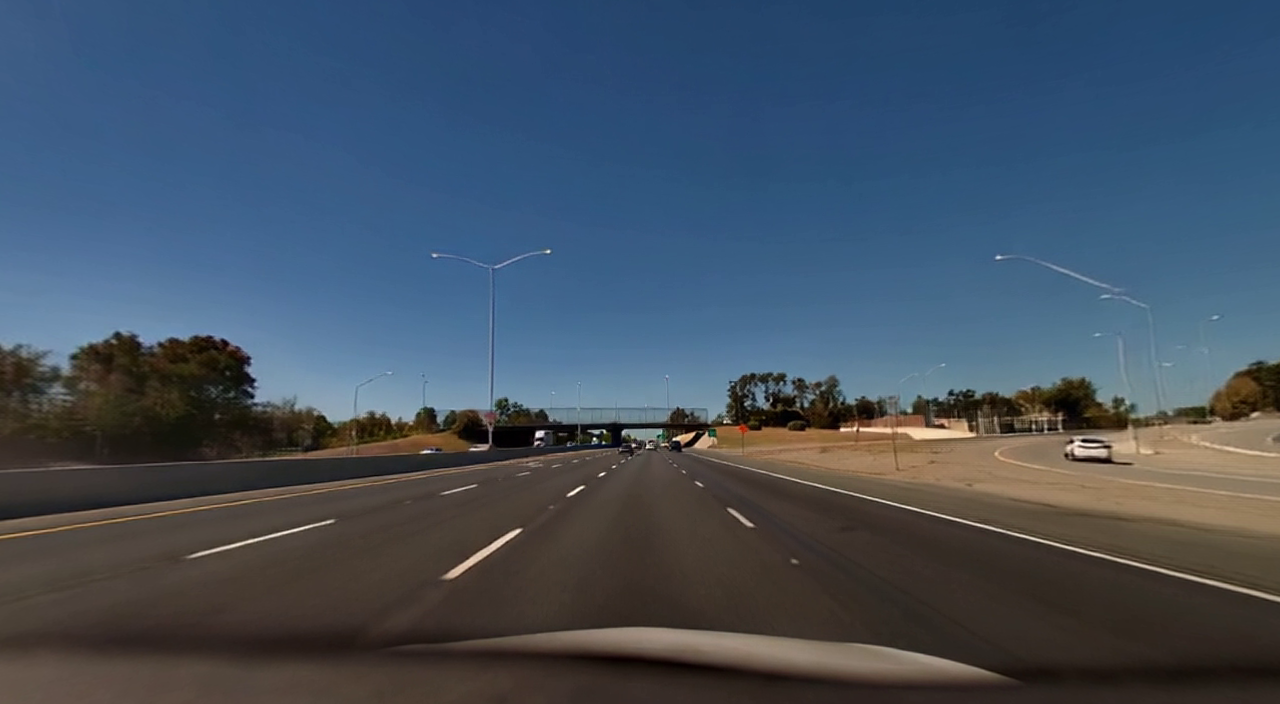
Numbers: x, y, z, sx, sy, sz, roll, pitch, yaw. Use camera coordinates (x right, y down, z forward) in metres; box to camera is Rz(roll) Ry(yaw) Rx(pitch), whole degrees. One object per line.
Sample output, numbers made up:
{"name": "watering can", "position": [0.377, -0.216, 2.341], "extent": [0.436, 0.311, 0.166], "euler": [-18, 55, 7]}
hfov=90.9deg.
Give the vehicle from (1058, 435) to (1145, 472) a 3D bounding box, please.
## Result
{"name": "vehicle", "position": [22.795, 5.023, 31.334], "extent": [2.039, 1.658, 4.457], "euler": [-3, -9, 17]}
